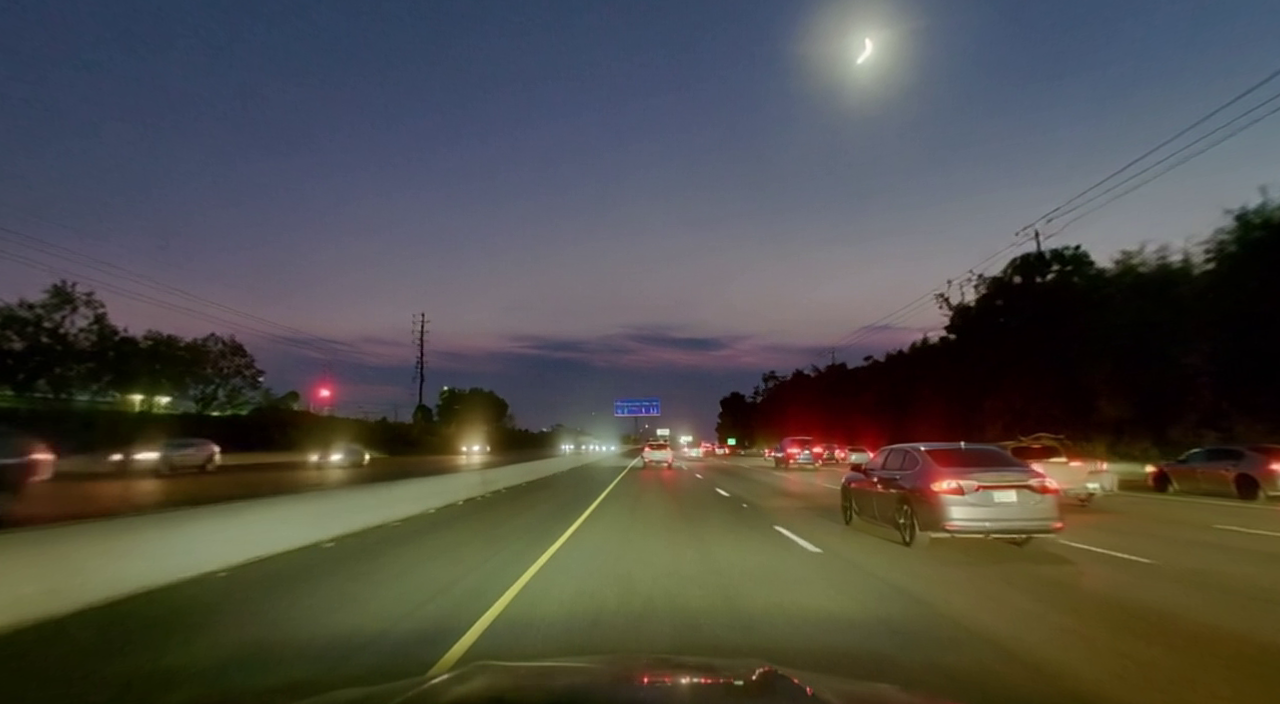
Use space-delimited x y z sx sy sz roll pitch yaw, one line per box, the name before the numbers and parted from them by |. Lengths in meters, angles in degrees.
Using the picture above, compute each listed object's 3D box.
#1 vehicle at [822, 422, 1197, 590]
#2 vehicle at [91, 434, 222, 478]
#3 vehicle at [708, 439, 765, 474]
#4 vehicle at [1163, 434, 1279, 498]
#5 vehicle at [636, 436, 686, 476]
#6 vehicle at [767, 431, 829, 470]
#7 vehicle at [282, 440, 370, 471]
vehicle | 3.919 1.690 7.855 1.986 1.478 4.429 0 -8 0
vehicle | -20.639 4.450 27.229 1.911 1.690 4.620 0 -8 1
vehicle | 4.264 4.694 28.574 1.936 1.465 4.060 0 -8 0
vehicle | 15.919 2.804 15.705 1.841 1.471 4.606 0 -8 0
vehicle | 0.896 4.529 27.680 2.042 1.581 3.769 0 -8 1
vehicle | 8.078 5.089 32.750 2.041 1.821 4.562 0 -8 0
vehicle | -16.407 5.431 33.258 2.041 1.480 4.759 0 -8 2
